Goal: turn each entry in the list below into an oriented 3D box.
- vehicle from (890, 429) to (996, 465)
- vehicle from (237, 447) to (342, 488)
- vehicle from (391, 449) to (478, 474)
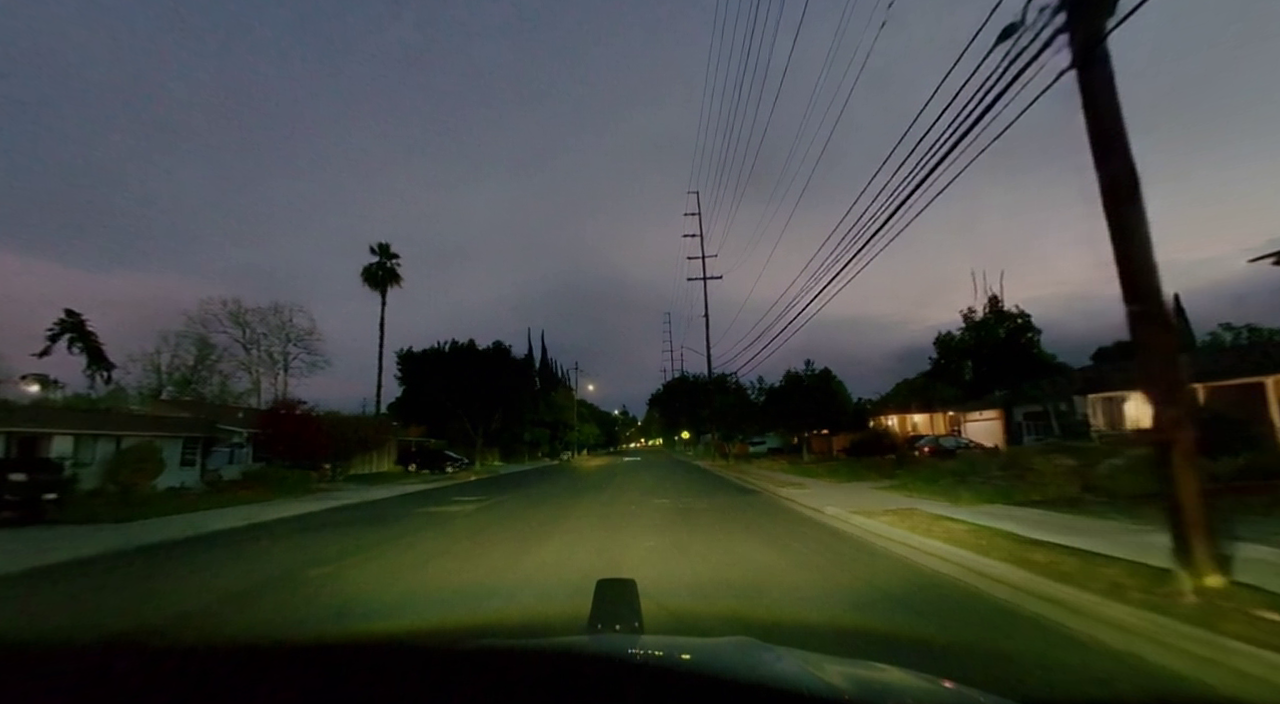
[{"bbox_3d":[14.506,4.570,30.431,4.078,1.516,1.798,-3,-9,2],"label":"vehicle"},{"bbox_3d":[-15.307,5.043,27.990,1.816,1.614,4.866,0,-8,1],"label":"vehicle"},{"bbox_3d":[-12.753,6.812,39.334,4.718,1.454,1.843,-1,-8,6],"label":"vehicle"}]
